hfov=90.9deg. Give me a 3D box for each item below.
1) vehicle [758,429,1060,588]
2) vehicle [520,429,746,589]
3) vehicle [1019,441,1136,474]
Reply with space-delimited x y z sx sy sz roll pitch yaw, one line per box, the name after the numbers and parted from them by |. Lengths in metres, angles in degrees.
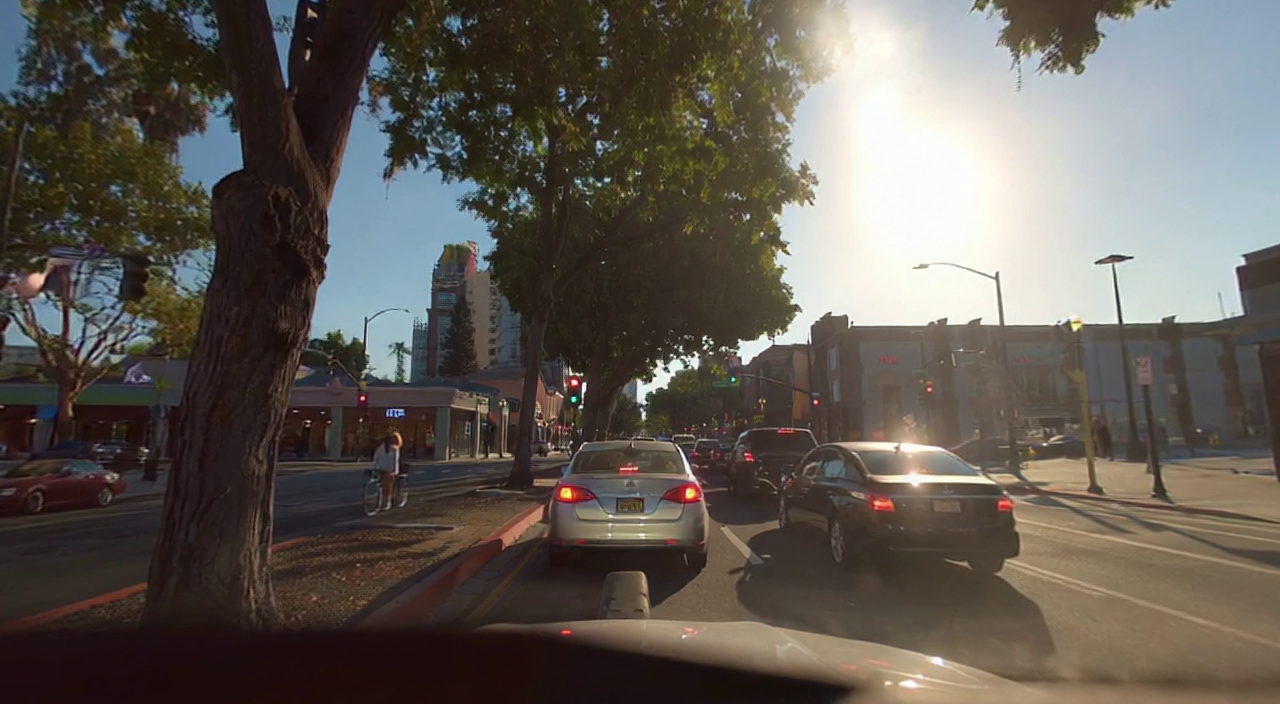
2.901 1.769 8.024 1.893 1.446 4.270 0 -8 -1 | vehicle
-0.100 1.759 7.961 2.087 1.456 4.143 0 -8 -1 | vehicle
23.063 5.571 33.362 4.610 1.622 1.934 -1 -8 4 | vehicle
